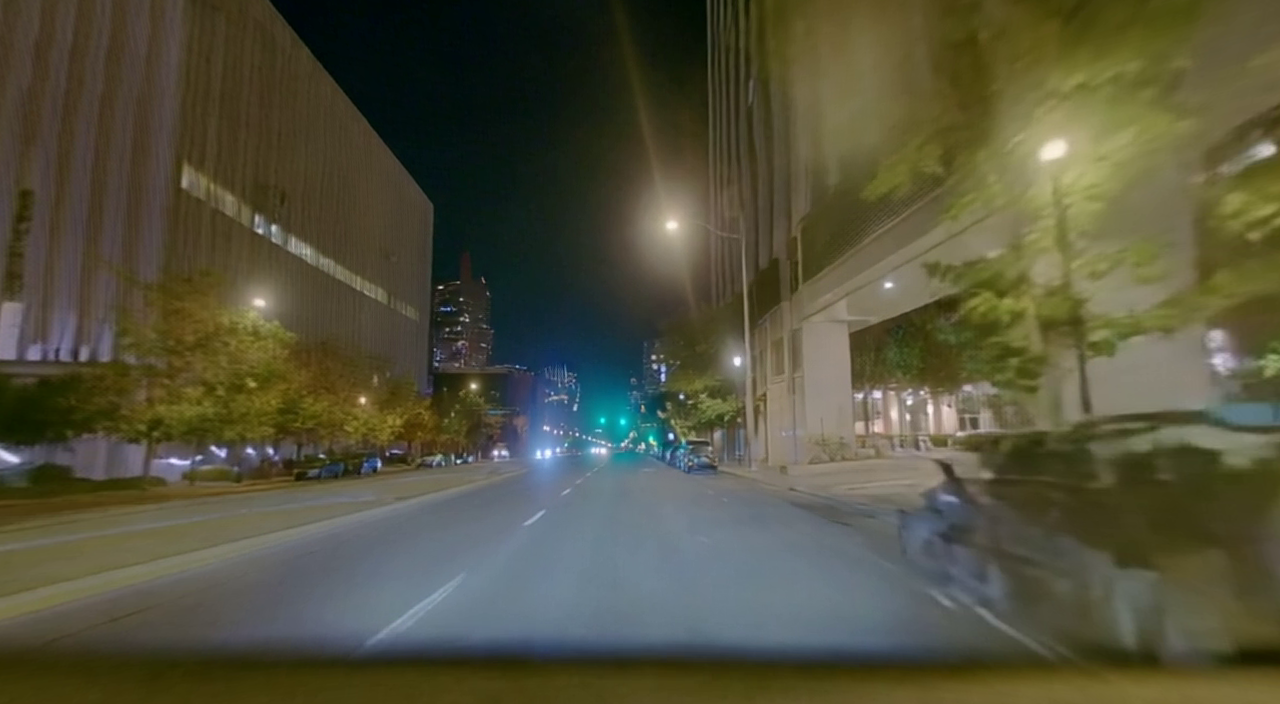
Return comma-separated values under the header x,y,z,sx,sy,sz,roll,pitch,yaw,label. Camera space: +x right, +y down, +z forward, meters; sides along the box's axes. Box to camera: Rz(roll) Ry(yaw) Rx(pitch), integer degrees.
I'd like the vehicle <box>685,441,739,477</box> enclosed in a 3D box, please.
x,y,z,sx,sy,sz,roll,pitch,yaw,label
3.148,4.778,28.566,1.924,1.492,4.587,0,-8,0,vehicle

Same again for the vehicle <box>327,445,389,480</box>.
x,y,z,sx,sy,sz,roll,pitch,yaw,label
-18.468,7.231,41.616,2.007,1.806,4.707,-7,-7,-2,vehicle

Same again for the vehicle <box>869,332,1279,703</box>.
x,y,z,sx,sy,sz,roll,pitch,yaw,label
3.549,1.092,4.491,2.097,1.723,4.586,0,-8,0,vehicle

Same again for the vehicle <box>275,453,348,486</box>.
x,y,z,sx,sy,sz,roll,pitch,yaw,label
-18.511,6.598,35.819,1.791,1.461,4.496,-7,-8,-2,vehicle
